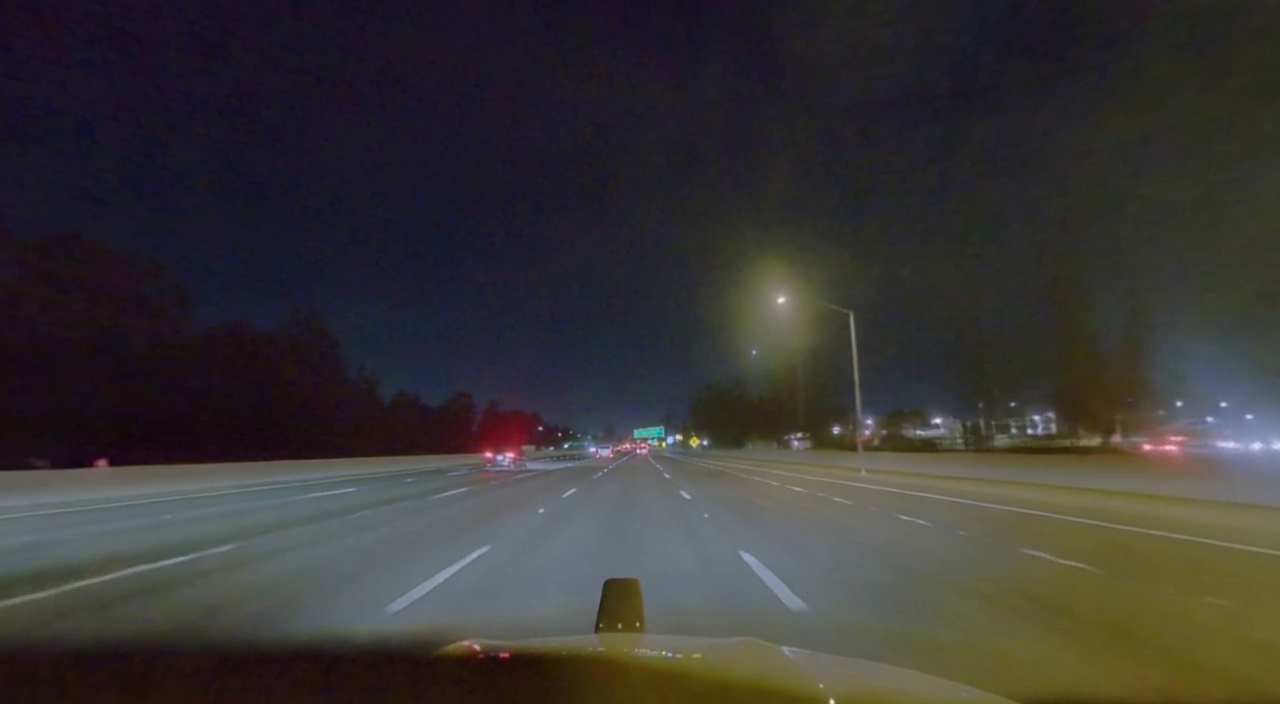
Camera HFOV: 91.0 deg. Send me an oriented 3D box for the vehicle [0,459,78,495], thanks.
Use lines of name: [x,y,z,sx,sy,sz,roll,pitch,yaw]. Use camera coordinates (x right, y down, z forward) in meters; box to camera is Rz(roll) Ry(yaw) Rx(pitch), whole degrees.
vehicle: [-28.432,5.639,28.641,1.802,1.485,4.234,0,-9,0]

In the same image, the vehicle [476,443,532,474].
vehicle: [-7.132,5.610,33.370,1.985,1.513,4.172,0,-9,0]

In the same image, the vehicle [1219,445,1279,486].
vehicle: [26.567,4.817,26.700,2.011,1.550,4.792,-1,-8,31]
